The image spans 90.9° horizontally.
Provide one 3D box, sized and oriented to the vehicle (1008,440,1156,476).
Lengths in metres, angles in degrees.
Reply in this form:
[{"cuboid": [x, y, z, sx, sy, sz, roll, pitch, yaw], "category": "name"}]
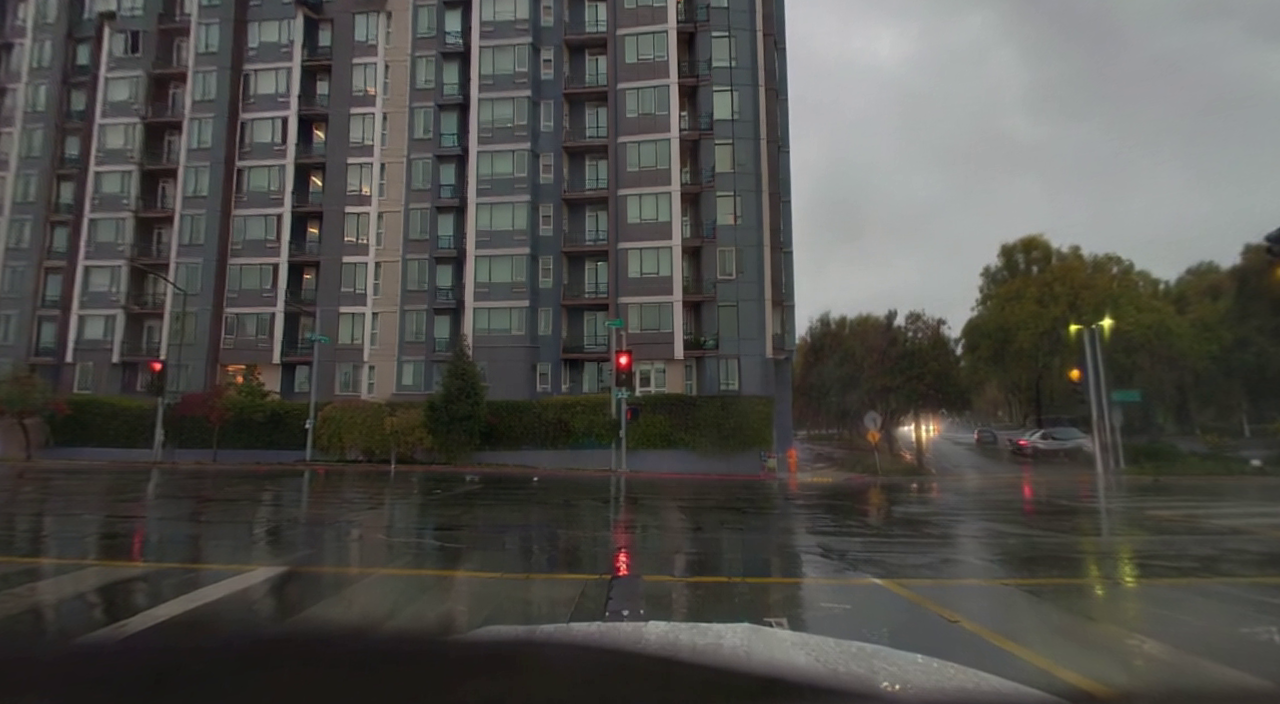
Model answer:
[{"cuboid": [18.585, 4.464, 26.692, 4.823, 1.458, 1.914, 0, -9, -1], "category": "vehicle"}]
